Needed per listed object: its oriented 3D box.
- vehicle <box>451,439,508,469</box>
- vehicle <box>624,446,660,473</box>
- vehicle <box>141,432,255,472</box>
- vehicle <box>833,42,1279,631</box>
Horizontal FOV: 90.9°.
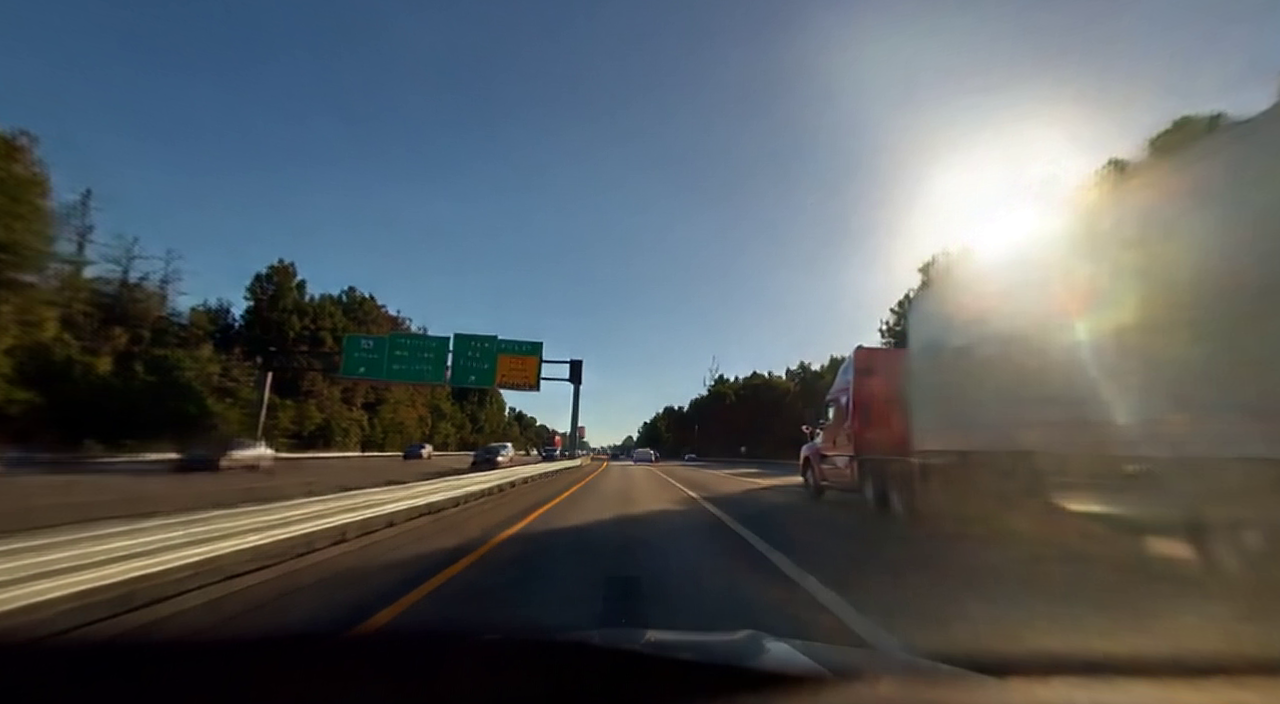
[{"bbox_3d":[-8.618,5.555,34.249,1.932,1.501,4.607,0,-9,-1],"label":"vehicle"},{"bbox_3d":[0.160,6.651,39.098,2.111,1.599,3.859,0,-9,1],"label":"vehicle"},{"bbox_3d":[-19.481,4.446,28.066,1.892,1.628,4.423,0,-9,-1],"label":"vehicle"},{"bbox_3d":[5.944,0.454,7.944,2.890,4.006,14.039,0,-9,1],"label":"vehicle"}]
